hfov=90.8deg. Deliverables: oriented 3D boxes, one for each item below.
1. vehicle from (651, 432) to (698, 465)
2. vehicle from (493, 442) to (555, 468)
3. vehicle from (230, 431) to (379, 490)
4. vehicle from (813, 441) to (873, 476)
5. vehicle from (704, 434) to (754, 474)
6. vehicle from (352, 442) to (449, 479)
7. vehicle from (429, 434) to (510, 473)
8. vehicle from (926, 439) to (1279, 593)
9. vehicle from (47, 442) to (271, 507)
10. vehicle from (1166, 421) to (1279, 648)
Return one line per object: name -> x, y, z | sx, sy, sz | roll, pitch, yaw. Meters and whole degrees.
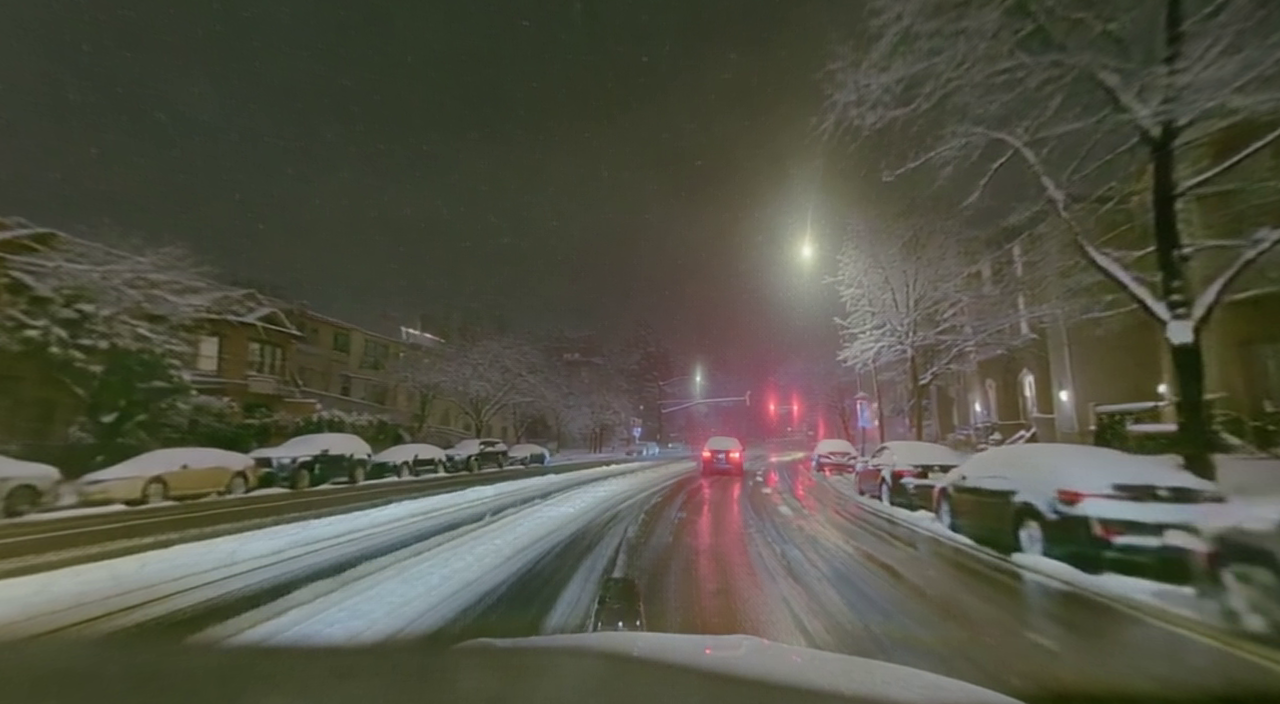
vehicle -> 2.115, 5.653, 37.122 | 1.877, 1.827, 4.298 | -2, -9, 15
vehicle -> -7.065, 6.324, 39.029 | 1.782, 1.472, 4.744 | -2, -9, 16
vehicle -> -11.265, 3.670, 21.760 | 1.977, 1.761, 4.990 | -1, -8, 6
vehicle -> 9.452, 4.958, 29.834 | 2.104, 1.489, 4.962 | -2, -9, 11
vehicle -> 4.174, 4.657, 29.175 | 1.852, 1.680, 4.488 | -2, -9, 13
vehicle -> -10.253, 4.649, 27.447 | 1.809, 1.469, 4.485 | -2, -9, 11
vehicle -> -8.825, 5.285, 33.202 | 2.115, 1.853, 4.745 | -2, -9, 12
vehicle -> 5.614, 1.898, 8.335 | 1.807, 1.436, 4.535 | 0, -8, 4
vehicle -> -12.223, 3.095, 16.568 | 1.880, 1.450, 4.627 | -1, -8, 7
vehicle -> 5.290, 1.102, 3.292 | 1.841, 1.545, 3.813 | 0, -8, 2
